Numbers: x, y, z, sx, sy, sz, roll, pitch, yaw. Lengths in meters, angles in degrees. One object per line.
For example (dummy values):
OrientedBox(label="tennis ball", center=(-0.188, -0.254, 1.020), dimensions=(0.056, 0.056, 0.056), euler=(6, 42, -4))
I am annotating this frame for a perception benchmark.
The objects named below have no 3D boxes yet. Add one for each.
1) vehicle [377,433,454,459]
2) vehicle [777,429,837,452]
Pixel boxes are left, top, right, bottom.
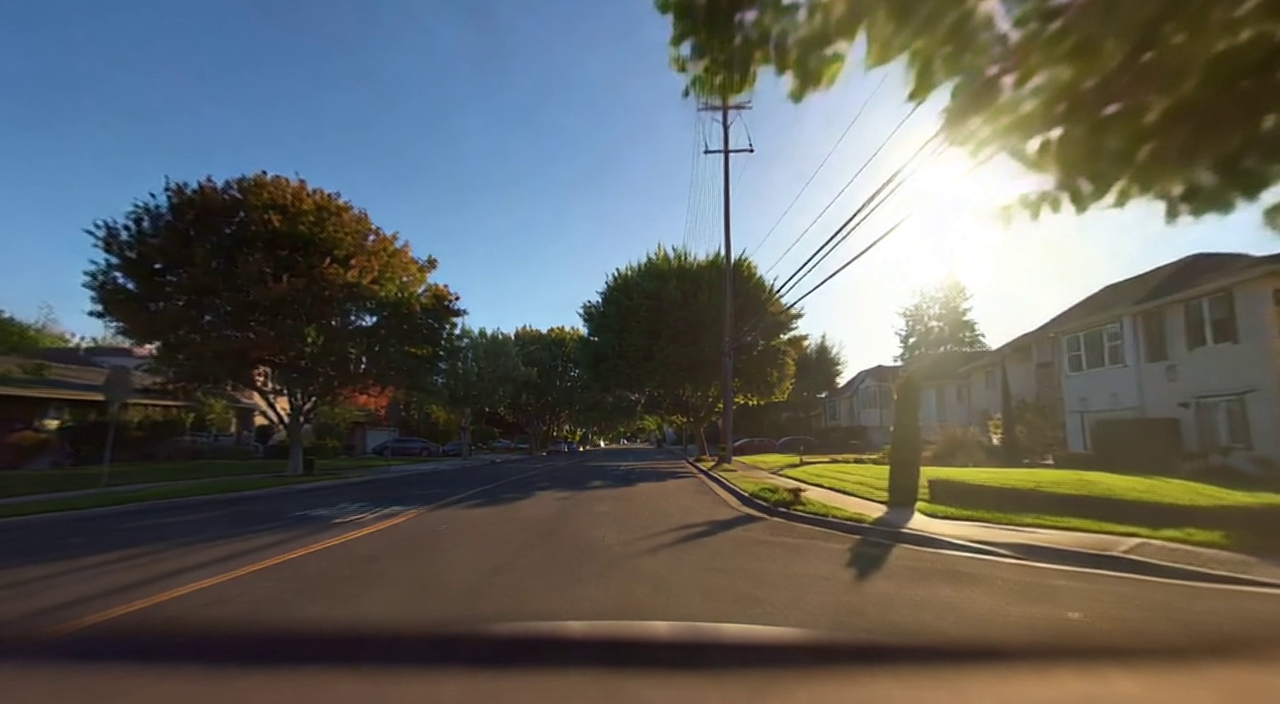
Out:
OrientedBox(label="vehicle", center=(-15.249, 6.383, 43.104), dimensions=(4.500, 1.714, 1.924), euler=(-1, -8, 7))
OrientedBox(label="vehicle", center=(12.828, 6.826, 48.758), dimensions=(4.122, 1.610, 1.888), euler=(-1, -6, 2))
